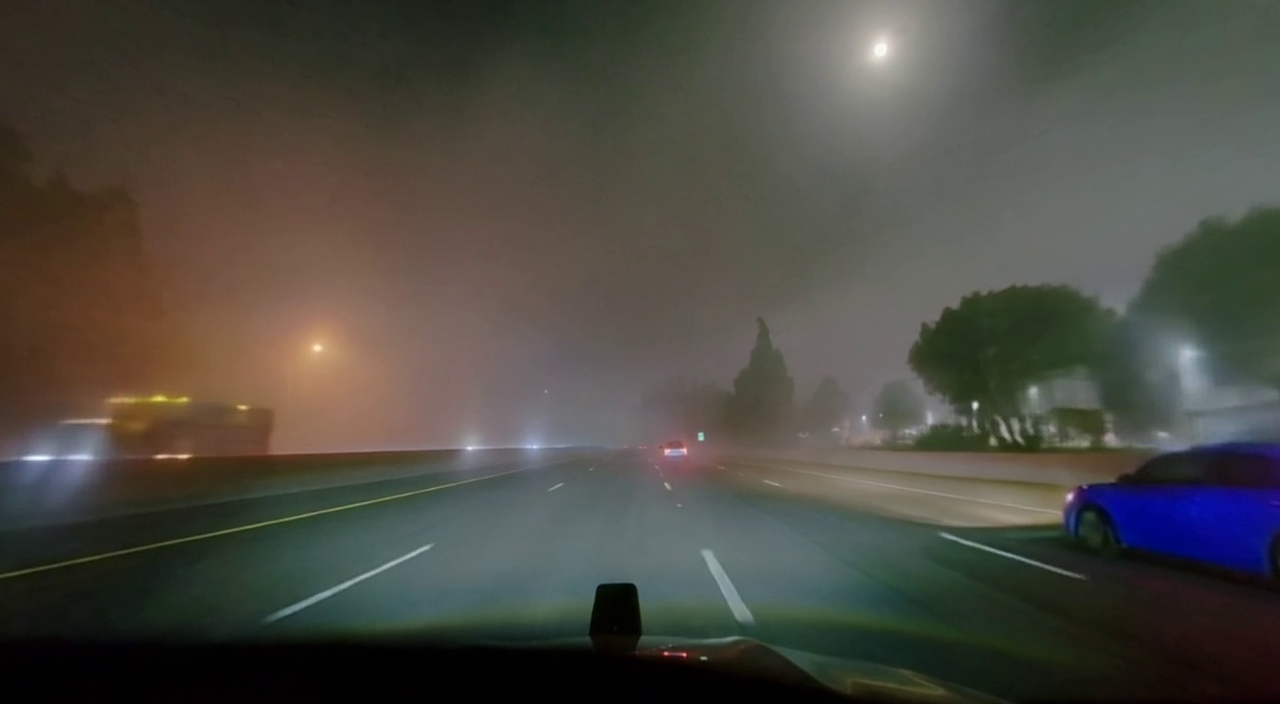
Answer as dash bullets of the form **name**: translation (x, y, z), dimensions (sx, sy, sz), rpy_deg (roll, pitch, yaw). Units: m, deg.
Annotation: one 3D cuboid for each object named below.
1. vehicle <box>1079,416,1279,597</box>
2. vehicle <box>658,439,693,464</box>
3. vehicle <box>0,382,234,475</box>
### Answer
- **vehicle**: translation (6.482, 1.328, 5.472), dimensions (2.029, 1.528, 4.644), rpy_deg (0, -9, 0)
- **vehicle**: translation (2.462, 6.984, 44.510), dimensions (2.127, 1.692, 4.382), rpy_deg (0, -9, -1)
- **vehicle**: translation (-22.028, 3.393, 27.090), dimensions (3.096, 3.327, 8.951), rpy_deg (0, -9, 1)
